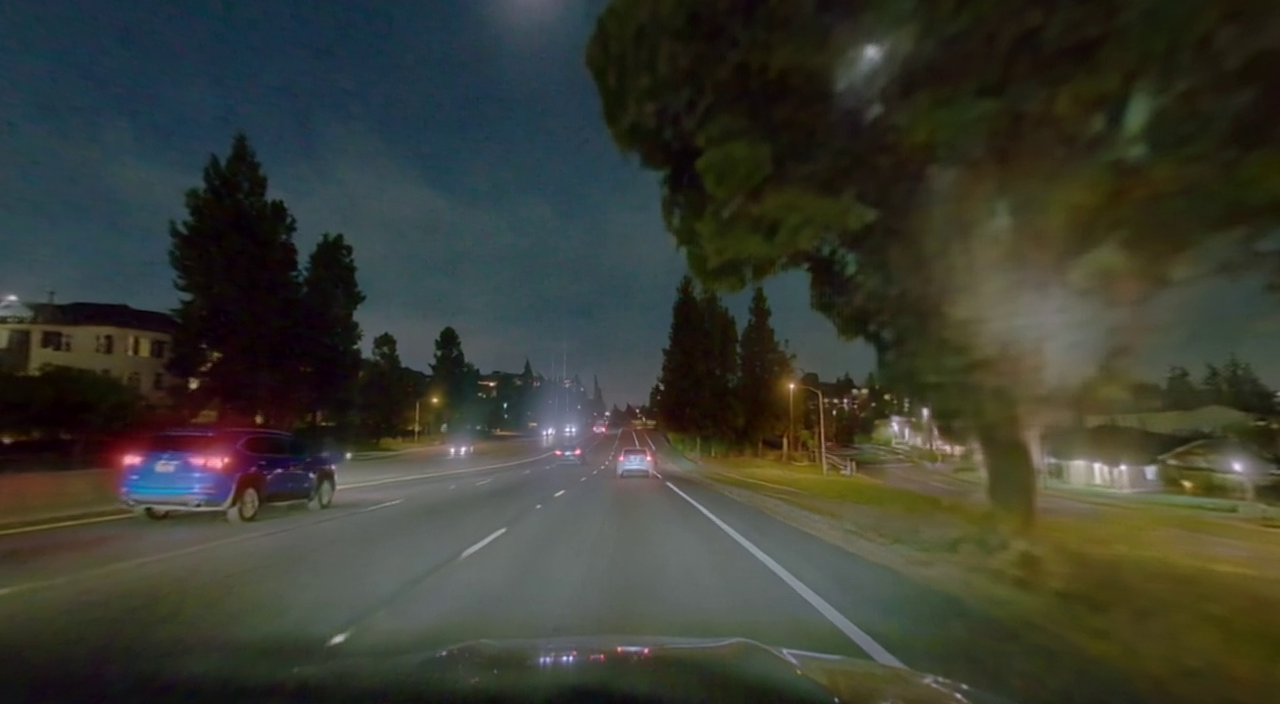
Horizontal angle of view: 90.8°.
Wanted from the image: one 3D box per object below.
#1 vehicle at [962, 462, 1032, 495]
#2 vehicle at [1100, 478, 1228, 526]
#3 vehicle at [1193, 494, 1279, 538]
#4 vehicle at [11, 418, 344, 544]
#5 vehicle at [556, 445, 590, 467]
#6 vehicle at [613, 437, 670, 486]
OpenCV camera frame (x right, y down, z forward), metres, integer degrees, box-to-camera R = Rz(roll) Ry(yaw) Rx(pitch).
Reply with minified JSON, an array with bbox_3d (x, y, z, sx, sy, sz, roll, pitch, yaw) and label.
[{"bbox_3d":[25.656,9.068,45.619,1.975,1.950,4.526,-1,-7,-6],"label":"vehicle"},{"bbox_3d":[26.984,7.695,32.823,1.858,1.849,4.942,0,-7,-10],"label":"vehicle"},{"bbox_3d":[27.645,7.287,27.804,1.874,1.577,4.877,5,-9,-8],"label":"vehicle"},{"bbox_3d":[-7.358,2.094,10.995,1.997,1.650,5.090,0,-9,-1],"label":"vehicle"},{"bbox_3d":[-5.118,8.013,48.846,2.123,1.592,4.505,0,-9,-1],"label":"vehicle"},{"bbox_3d":[0.029,4.421,25.805,2.125,1.830,4.370,0,-9,0],"label":"vehicle"}]
